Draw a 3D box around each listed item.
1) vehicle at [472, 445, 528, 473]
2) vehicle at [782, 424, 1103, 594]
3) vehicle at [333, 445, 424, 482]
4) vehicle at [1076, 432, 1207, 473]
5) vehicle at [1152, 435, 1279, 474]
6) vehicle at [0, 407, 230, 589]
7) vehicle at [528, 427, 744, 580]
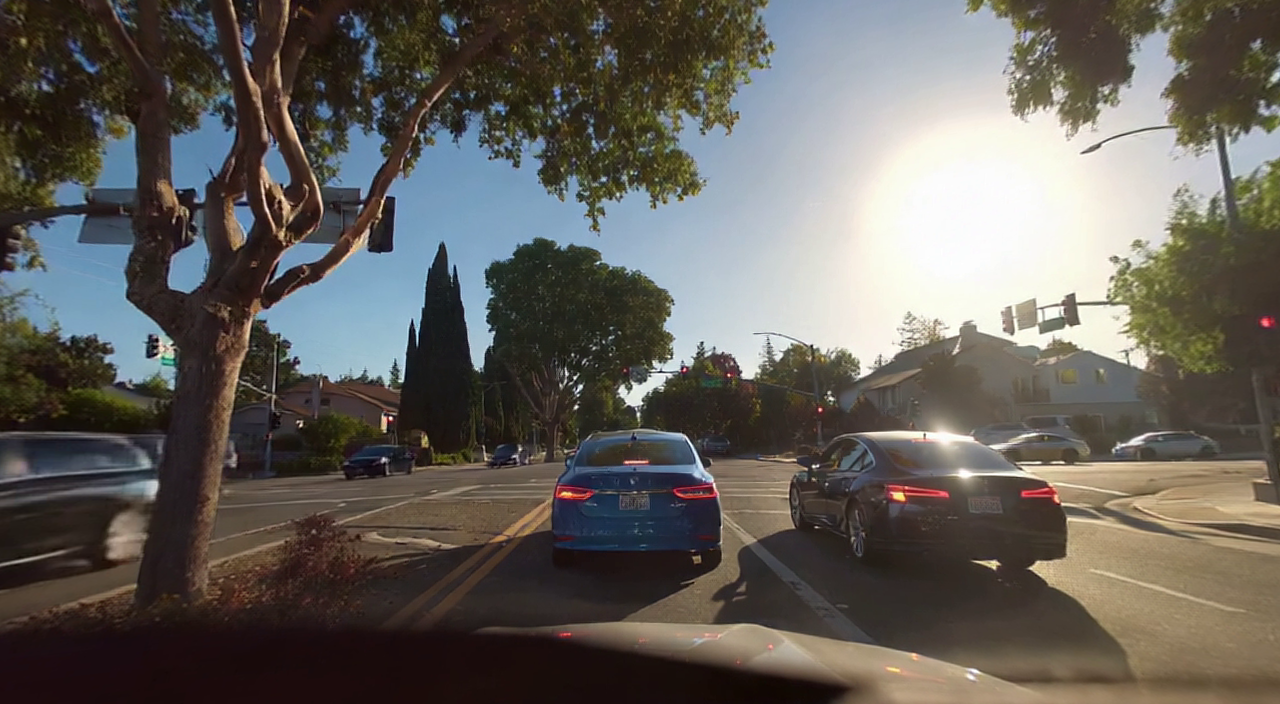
[{"bbox_3d":[-7.568,5.805,34.530,2.040,1.374,4.150,0,-8,1],"label":"vehicle"},{"bbox_3d":[3.177,1.717,7.764,1.913,1.505,4.097,0,-8,0],"label":"vehicle"},{"bbox_3d":[-11.449,4.881,28.028,2.125,1.476,4.385,-1,-8,0],"label":"vehicle"},{"bbox_3d":[23.978,4.796,30.337,4.520,1.762,2.005,-1,-8,-1],"label":"vehicle"},{"bbox_3d":[25.395,4.334,26.812,5.159,1.600,2.329,0,-9,2],"label":"vehicle"},{"bbox_3d":[-7.510,1.581,7.127,2.383,1.779,4.973,0,-8,1],"label":"vehicle"},{"bbox_3d":[-0.057,1.782,8.257,2.103,1.478,4.073,0,-8,0],"label":"vehicle"}]
